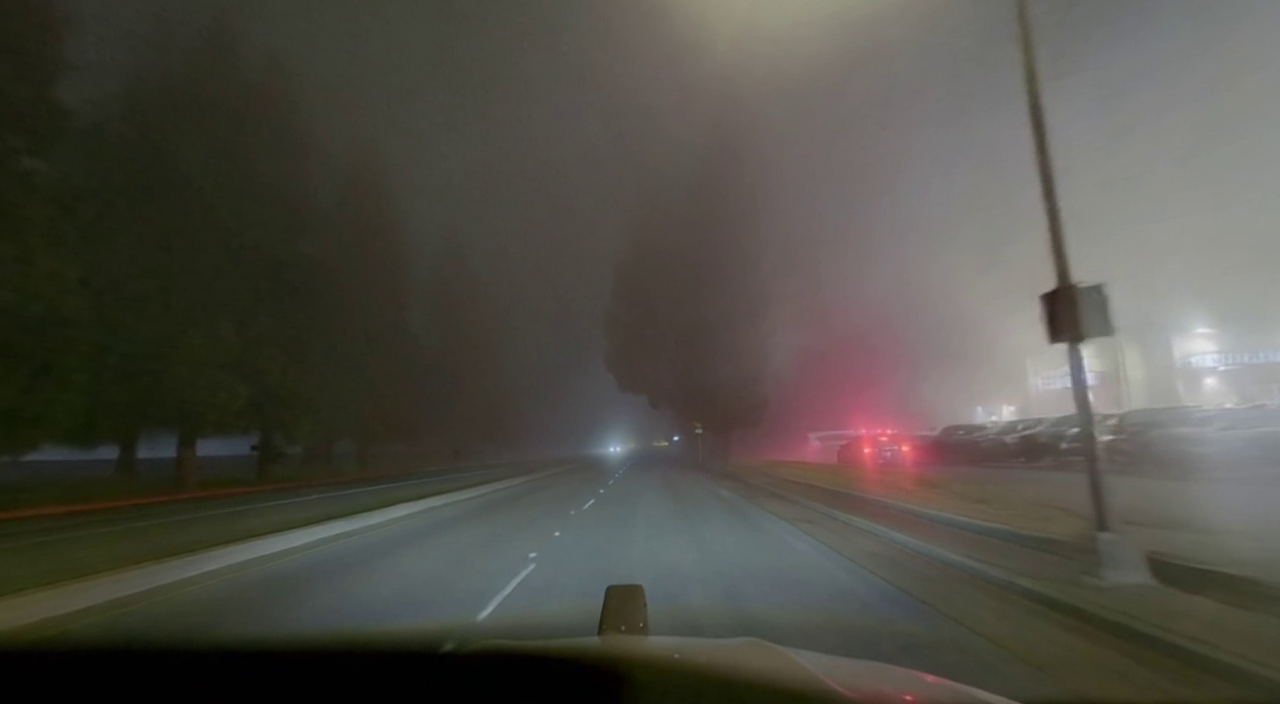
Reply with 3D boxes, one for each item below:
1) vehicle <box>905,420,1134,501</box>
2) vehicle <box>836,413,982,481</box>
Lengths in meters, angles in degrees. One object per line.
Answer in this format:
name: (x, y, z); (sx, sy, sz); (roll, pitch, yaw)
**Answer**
vehicle: (7.970, 2.337, 13.959); (2.056, 1.449, 4.679); (-1, -8, -1)
vehicle: (7.925, 2.956, 19.284); (2.043, 1.791, 5.339); (0, -10, -1)
